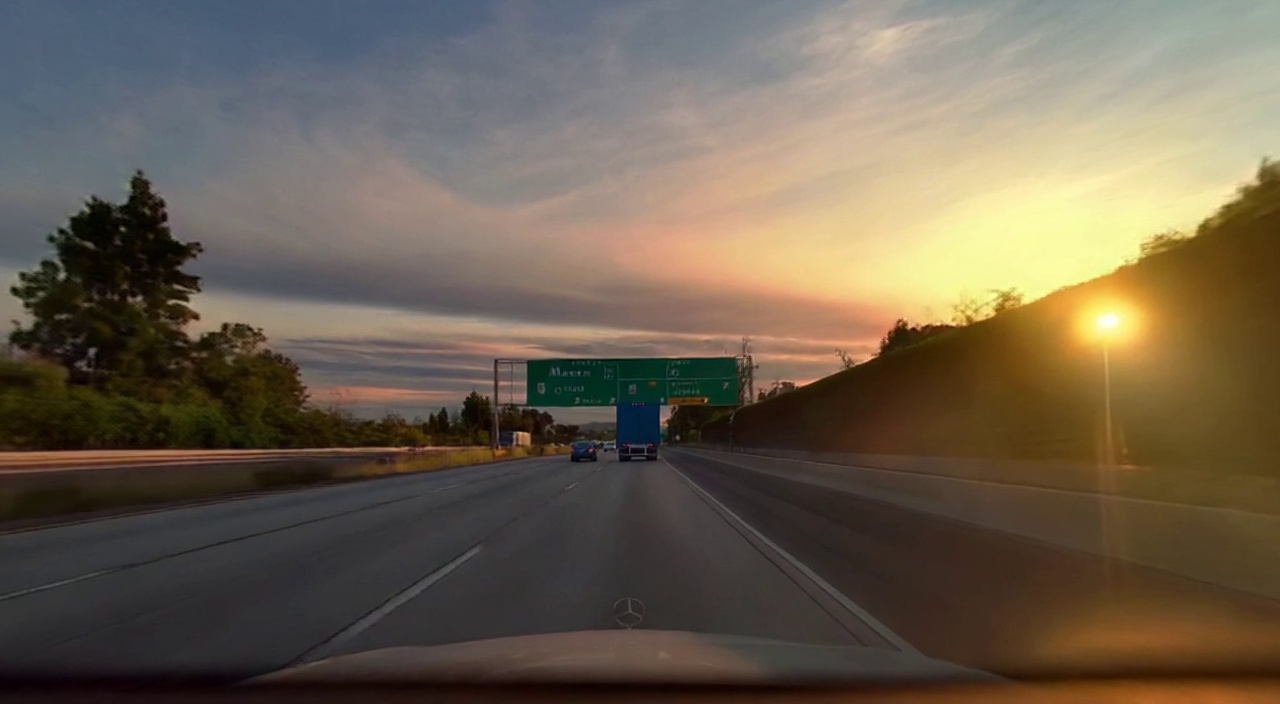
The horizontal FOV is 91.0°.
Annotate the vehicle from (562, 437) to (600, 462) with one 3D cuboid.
[{"bbox_3d":[-4.159,6.950,44.997,2.186,1.716,4.672,0,-8,1],"label":"vehicle"}]

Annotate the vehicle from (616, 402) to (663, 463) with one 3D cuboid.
[{"bbox_3d":[-0.202,6.472,49.757,3.078,4.031,16.069,0,-8,-1],"label":"vehicle"}]
